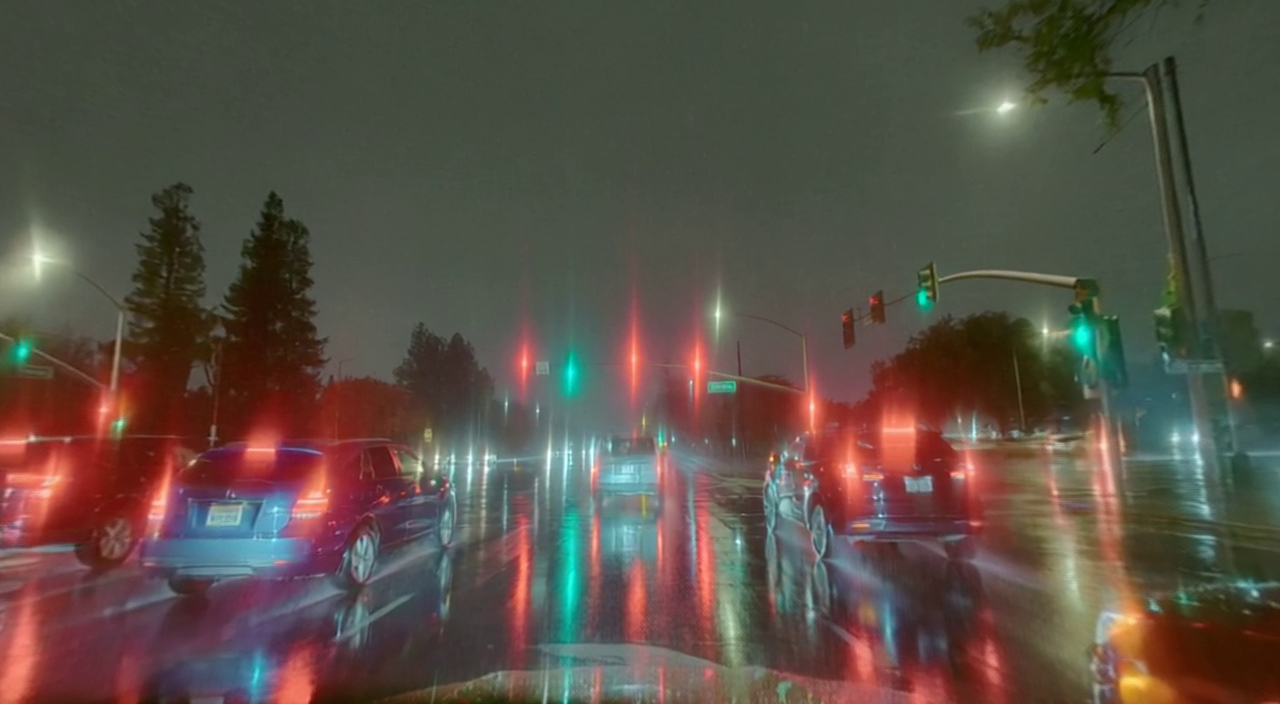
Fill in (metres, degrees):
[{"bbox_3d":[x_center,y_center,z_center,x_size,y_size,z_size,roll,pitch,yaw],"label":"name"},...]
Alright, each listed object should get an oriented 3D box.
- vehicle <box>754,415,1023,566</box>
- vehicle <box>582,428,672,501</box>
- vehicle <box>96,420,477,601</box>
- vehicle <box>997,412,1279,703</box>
[{"bbox_3d":[3.265,1.910,9.523,2.097,1.707,4.461,0,-8,-2],"label":"vehicle"},{"bbox_3d":[-0.319,3.063,17.542,2.215,1.749,3.976,0,-8,0],"label":"vehicle"},{"bbox_3d":[-3.524,1.648,7.507,1.941,1.492,4.399,0,-8,1],"label":"vehicle"},{"bbox_3d":[3.217,0.867,1.677,1.960,1.460,4.233,0,-8,-1],"label":"vehicle"}]
